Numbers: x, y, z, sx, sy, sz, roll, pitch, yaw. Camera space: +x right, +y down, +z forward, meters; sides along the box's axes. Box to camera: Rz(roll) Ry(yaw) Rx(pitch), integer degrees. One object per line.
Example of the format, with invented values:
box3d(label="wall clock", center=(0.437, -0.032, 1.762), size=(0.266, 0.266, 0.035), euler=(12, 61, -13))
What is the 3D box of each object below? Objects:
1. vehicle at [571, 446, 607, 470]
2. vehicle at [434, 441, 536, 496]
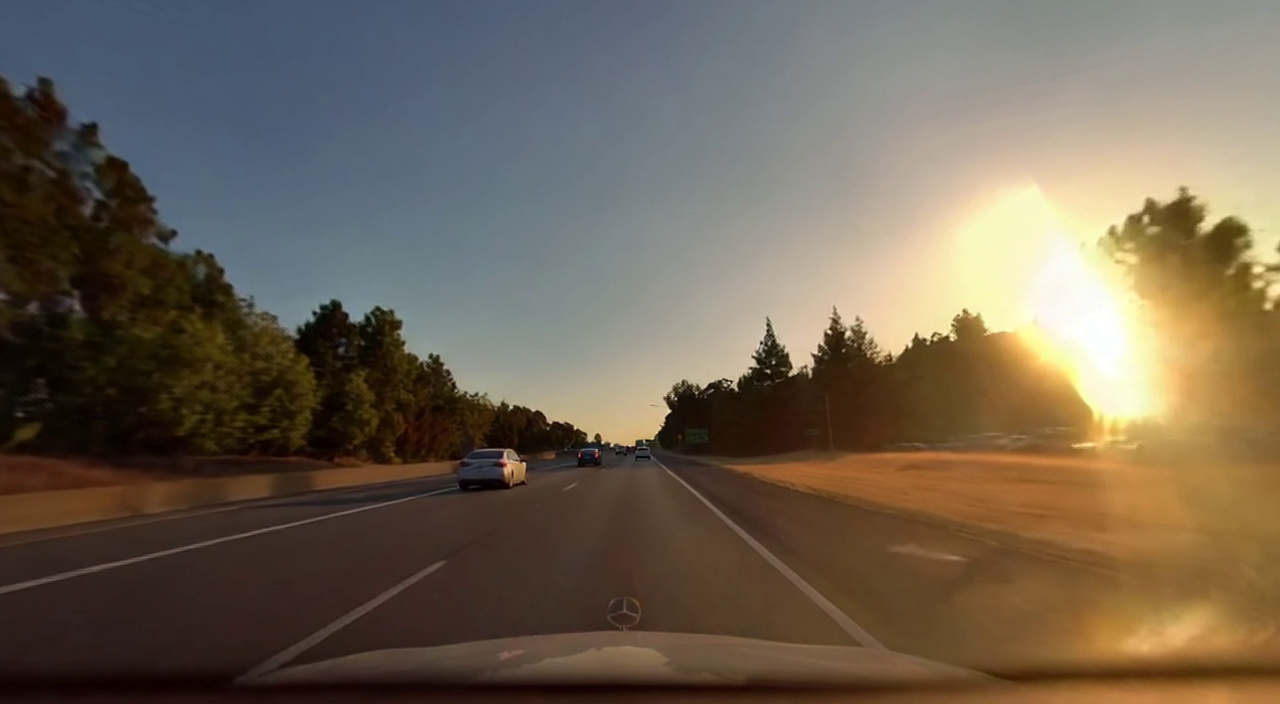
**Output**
box3d(label="vehicle", center=(-3.347, 7.029, 41.997), size=(2.005, 1.474, 3.921), euler=(0, -9, 1))
box3d(label="vehicle", center=(-4.671, 3.590, 19.739), size=(1.975, 1.501, 4.603), euler=(0, -9, 1))
